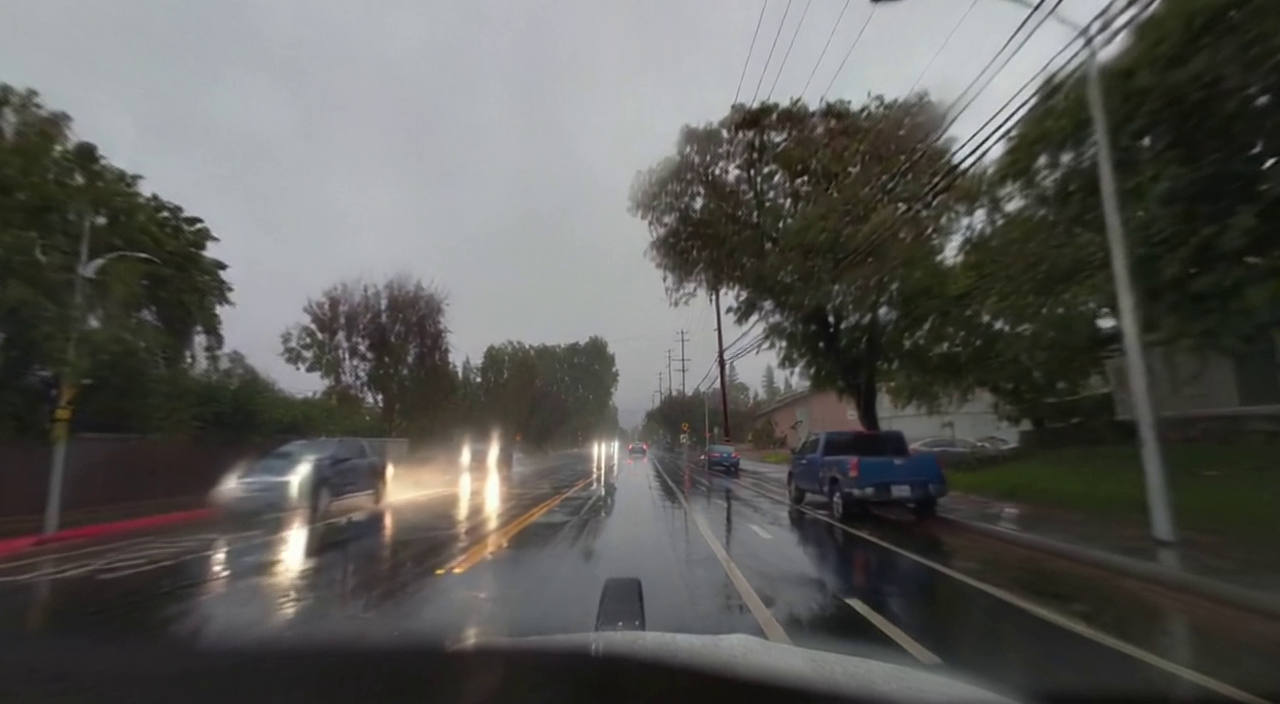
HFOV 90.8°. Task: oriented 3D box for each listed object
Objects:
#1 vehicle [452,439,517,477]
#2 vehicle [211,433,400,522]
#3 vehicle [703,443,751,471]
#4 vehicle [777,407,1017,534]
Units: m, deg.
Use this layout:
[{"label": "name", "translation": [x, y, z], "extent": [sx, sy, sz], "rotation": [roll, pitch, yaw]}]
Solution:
[{"label": "vehicle", "translation": [-7.428, 5.106, 30.635], "extent": [1.989, 1.706, 4.495], "rotation": [0, -8, 1]}, {"label": "vehicle", "translation": [-7.382, 2.783, 14.576], "extent": [1.979, 1.711, 4.331], "rotation": [0, -8, 0]}, {"label": "vehicle", "translation": [4.759, 5.805, 35.187], "extent": [1.987, 1.479, 4.562], "rotation": [0, -8, 0]}, {"label": "vehicle", "translation": [4.710, 2.331, 13.135], "extent": [2.335, 1.972, 6.368], "rotation": [0, -8, 0]}]
